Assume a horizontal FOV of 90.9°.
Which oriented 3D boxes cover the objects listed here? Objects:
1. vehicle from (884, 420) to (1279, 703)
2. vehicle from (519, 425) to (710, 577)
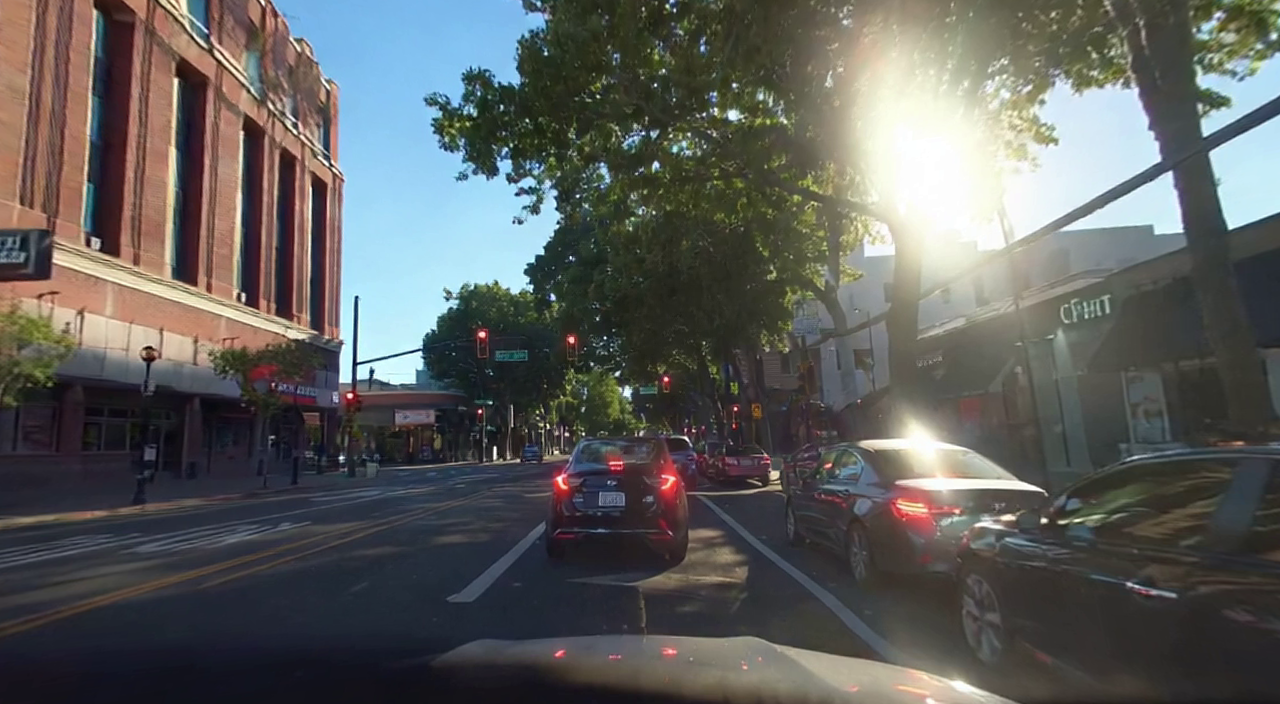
[{"bbox_3d":[3.207,1.130,3.152,2.006,1.496,4.767,0,-9,-1],"label":"vehicle"},{"bbox_3d":[-0.257,1.758,8.172,1.888,1.489,3.703,0,-8,0],"label":"vehicle"}]
